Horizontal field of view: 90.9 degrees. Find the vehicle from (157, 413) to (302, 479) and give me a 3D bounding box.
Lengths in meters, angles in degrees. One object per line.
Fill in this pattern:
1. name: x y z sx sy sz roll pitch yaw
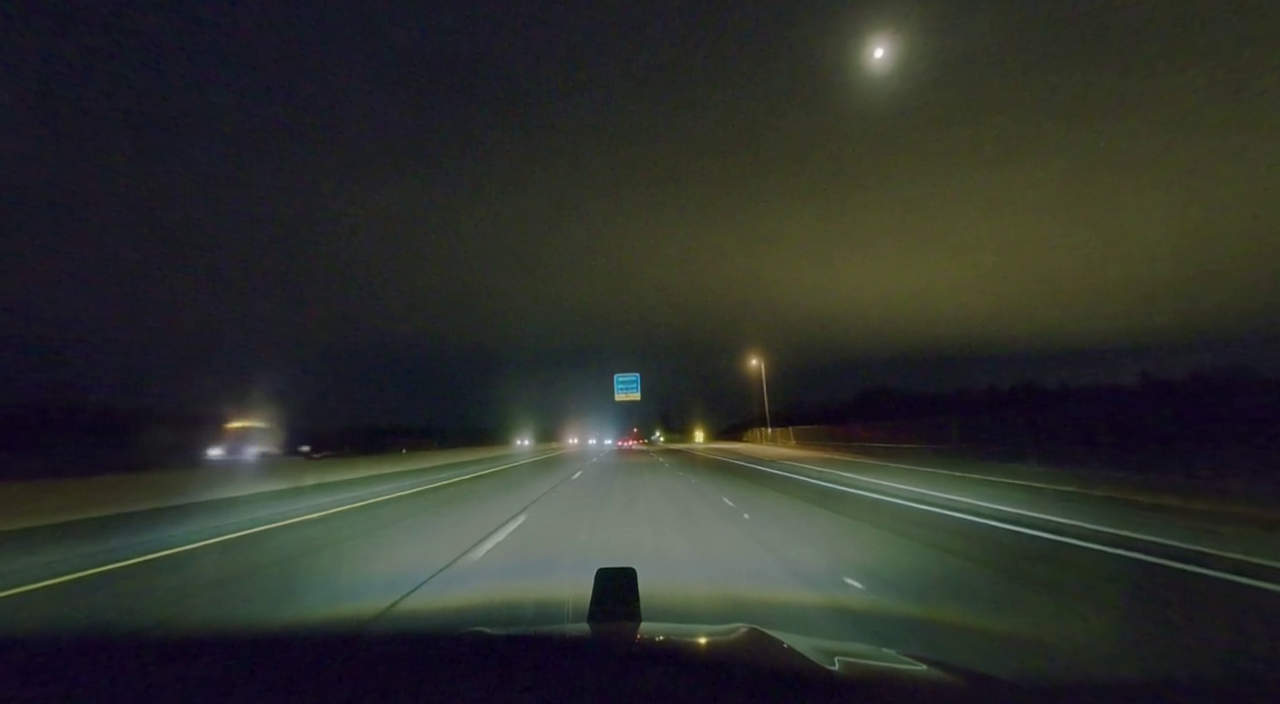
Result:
1. vehicle: -17.734 4.081 27.754 2.364 2.534 5.997 0 -8 -1
